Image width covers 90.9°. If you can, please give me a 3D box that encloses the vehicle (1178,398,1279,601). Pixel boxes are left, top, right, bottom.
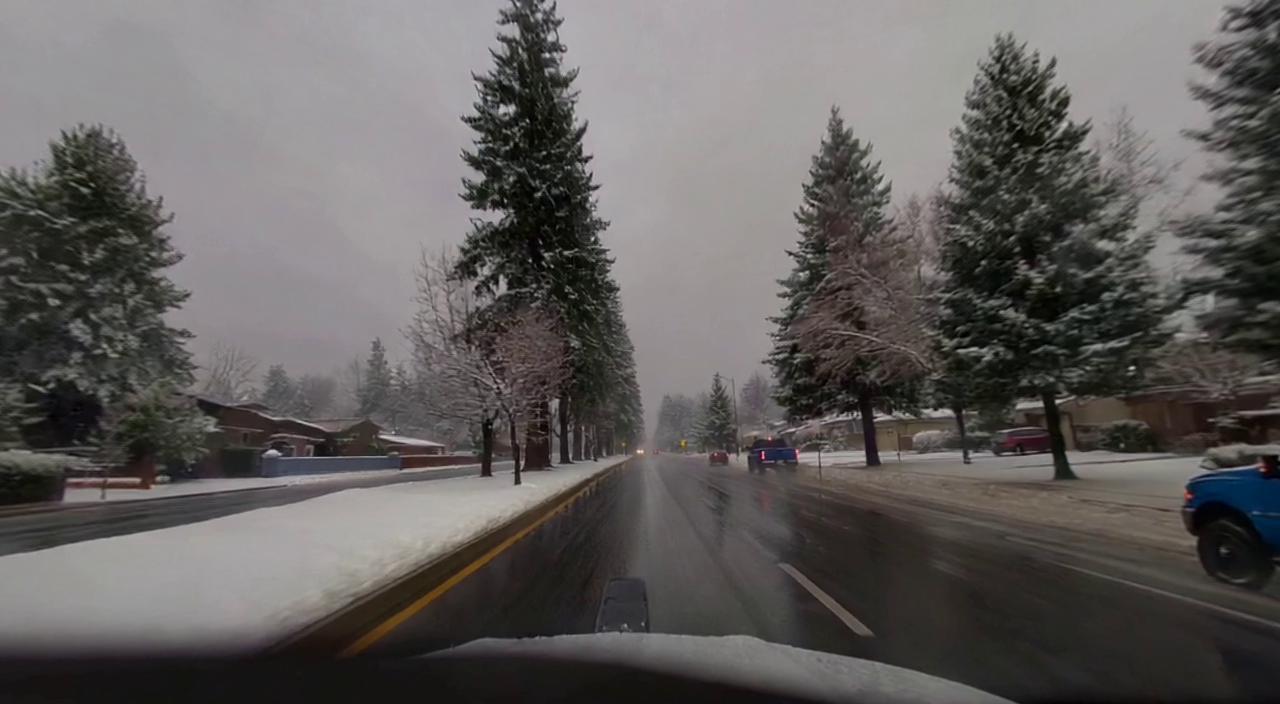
[{"bbox_3d":[6.342,1.037,3.958,1.991,1.684,4.425,0,-8,0],"label":"vehicle"}]

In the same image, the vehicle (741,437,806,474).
[{"bbox_3d":[6.905,5.456,33.374,2.262,1.769,5.666,0,-8,0],"label":"vehicle"}]
